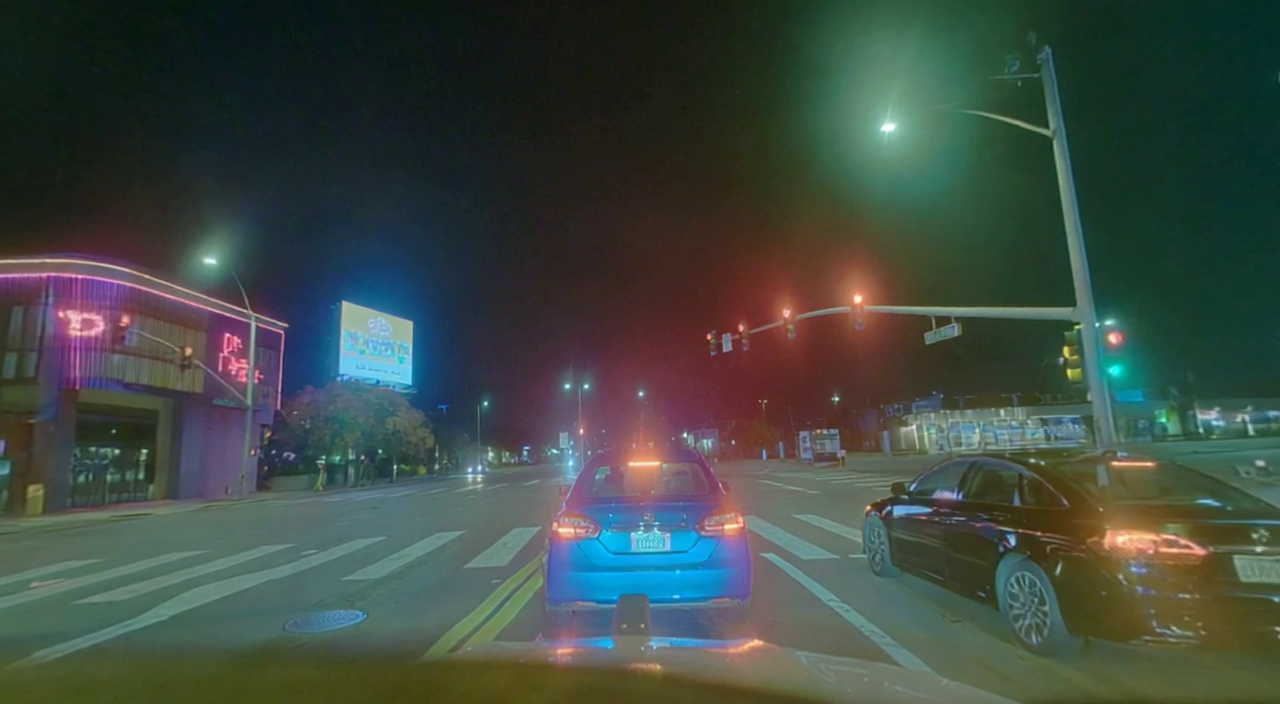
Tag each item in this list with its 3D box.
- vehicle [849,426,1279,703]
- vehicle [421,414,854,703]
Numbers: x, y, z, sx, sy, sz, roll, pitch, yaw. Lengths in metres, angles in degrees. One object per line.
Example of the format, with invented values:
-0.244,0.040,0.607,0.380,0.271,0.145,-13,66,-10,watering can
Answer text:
3.353,1.377,5.083,1.860,1.430,4.089,0,-8,-1,vehicle
-0.045,1.352,5.157,2.094,1.481,4.078,0,-8,-1,vehicle
